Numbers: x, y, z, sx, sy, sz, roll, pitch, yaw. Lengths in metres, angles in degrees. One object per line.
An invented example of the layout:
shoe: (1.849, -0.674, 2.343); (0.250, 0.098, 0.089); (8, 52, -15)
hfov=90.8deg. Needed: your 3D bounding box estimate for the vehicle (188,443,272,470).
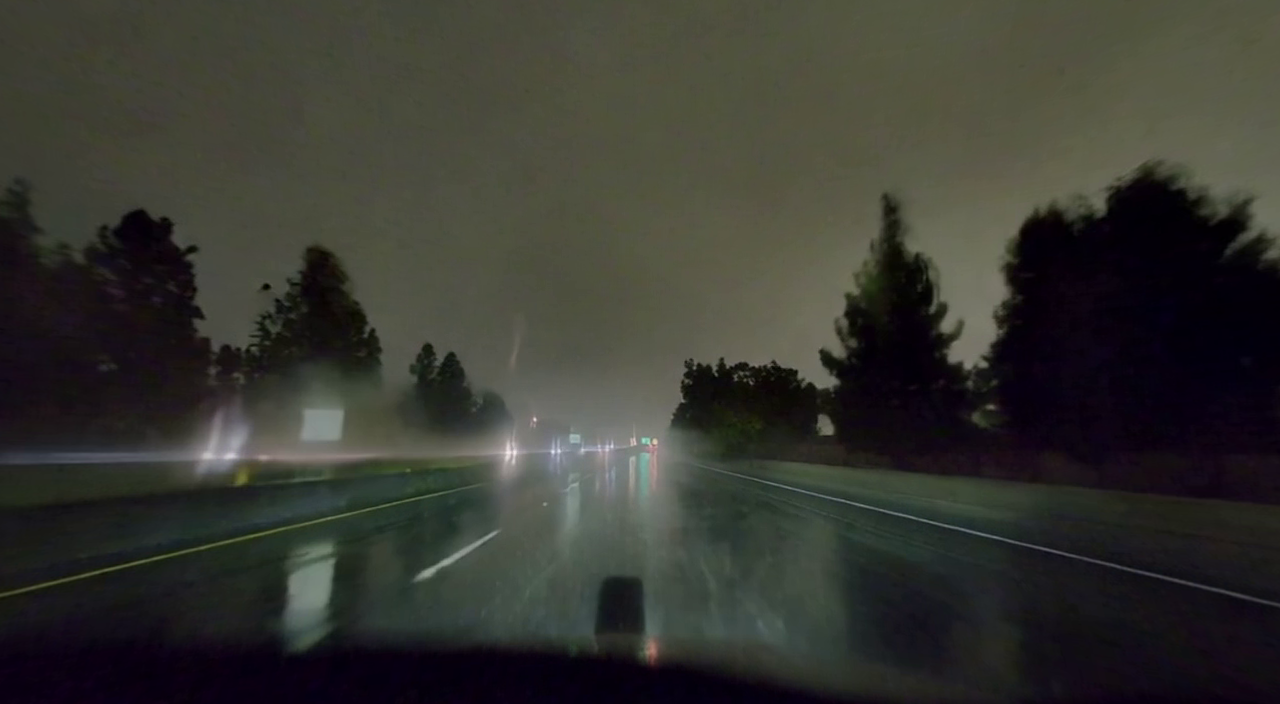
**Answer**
vehicle: (-23.943, 6.131, 36.990); (1.778, 1.480, 4.047); (-2, -9, 9)
